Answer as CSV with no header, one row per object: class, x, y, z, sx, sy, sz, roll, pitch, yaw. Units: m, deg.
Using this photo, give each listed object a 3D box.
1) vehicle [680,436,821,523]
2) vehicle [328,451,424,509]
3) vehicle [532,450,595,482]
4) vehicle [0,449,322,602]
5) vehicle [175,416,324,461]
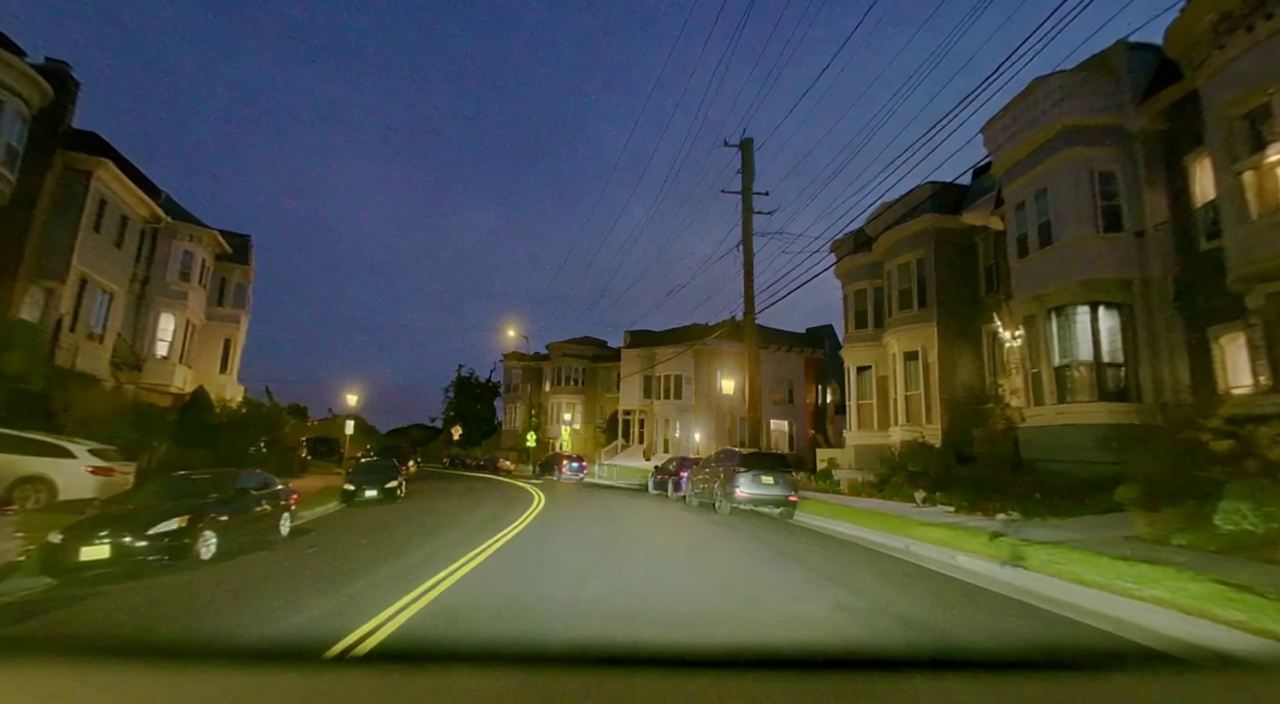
vehicle,2.468,3.002,15.523,1.974,1.769,4.610,1,-9,-9
vehicle,-8.123,3.914,19.760,2.003,1.447,3.642,-2,-8,-10
vehicle,-4.572,6.672,37.215,1.994,1.682,4.750,9,-12,-27
vehicle,-7.140,2.406,9.640,2.154,1.516,4.854,-7,-8,-3
vehicle,-18.729,4.215,30.586,5.822,1.956,2.355,5,-10,-32
